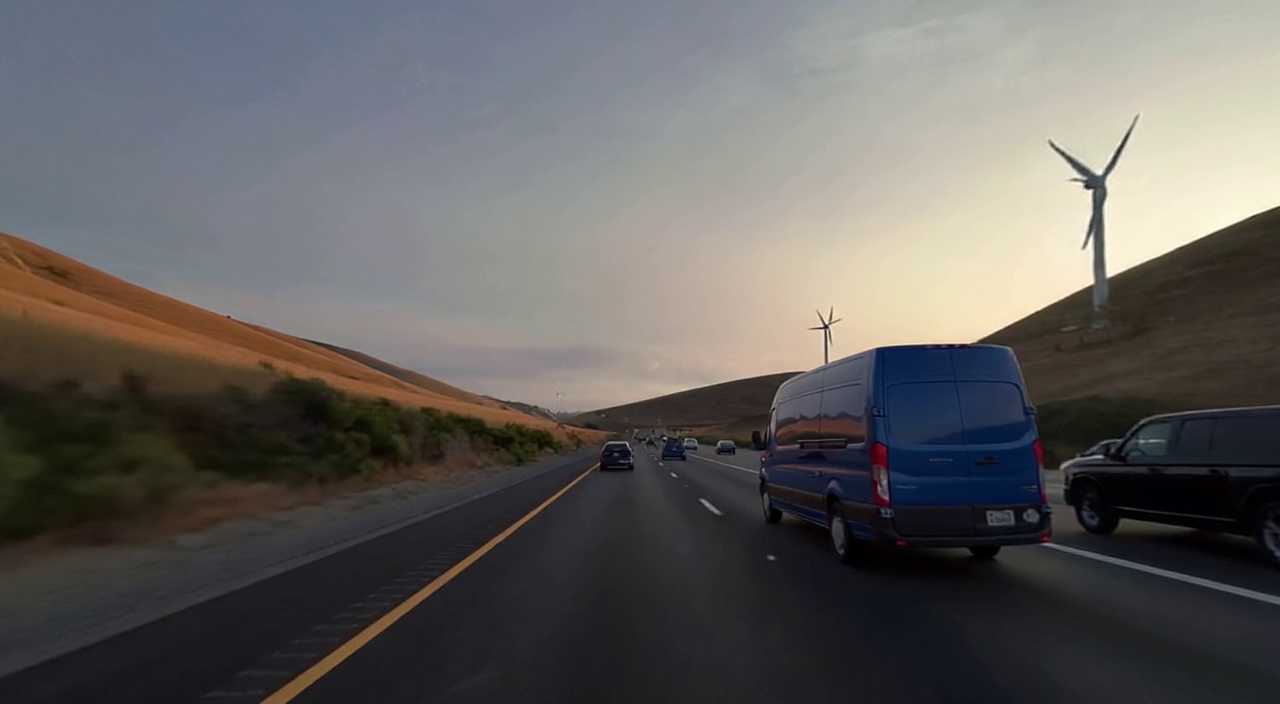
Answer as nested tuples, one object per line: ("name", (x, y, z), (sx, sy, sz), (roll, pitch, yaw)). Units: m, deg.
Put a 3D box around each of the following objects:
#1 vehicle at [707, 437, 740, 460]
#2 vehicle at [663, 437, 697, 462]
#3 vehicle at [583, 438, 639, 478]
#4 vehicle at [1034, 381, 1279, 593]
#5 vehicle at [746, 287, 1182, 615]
("vehicle", (6.349, 7.379, 48.294), (1.864, 1.689, 4.206), (0, -8, -1))
("vehicle", (2.825, 6.988, 45.500), (2.108, 1.717, 3.996), (0, -8, -2))
("vehicle", (-1.106, 4.241, 25.561), (2.082, 1.445, 3.826), (0, -8, 0))
("vehicle", (6.623, 1.238, 5.890), (2.070, 1.833, 5.811), (0, -8, -1))
("vehicle", (3.045, 1.172, 7.977), (2.365, 2.630, 5.754), (0, -8, 0))
